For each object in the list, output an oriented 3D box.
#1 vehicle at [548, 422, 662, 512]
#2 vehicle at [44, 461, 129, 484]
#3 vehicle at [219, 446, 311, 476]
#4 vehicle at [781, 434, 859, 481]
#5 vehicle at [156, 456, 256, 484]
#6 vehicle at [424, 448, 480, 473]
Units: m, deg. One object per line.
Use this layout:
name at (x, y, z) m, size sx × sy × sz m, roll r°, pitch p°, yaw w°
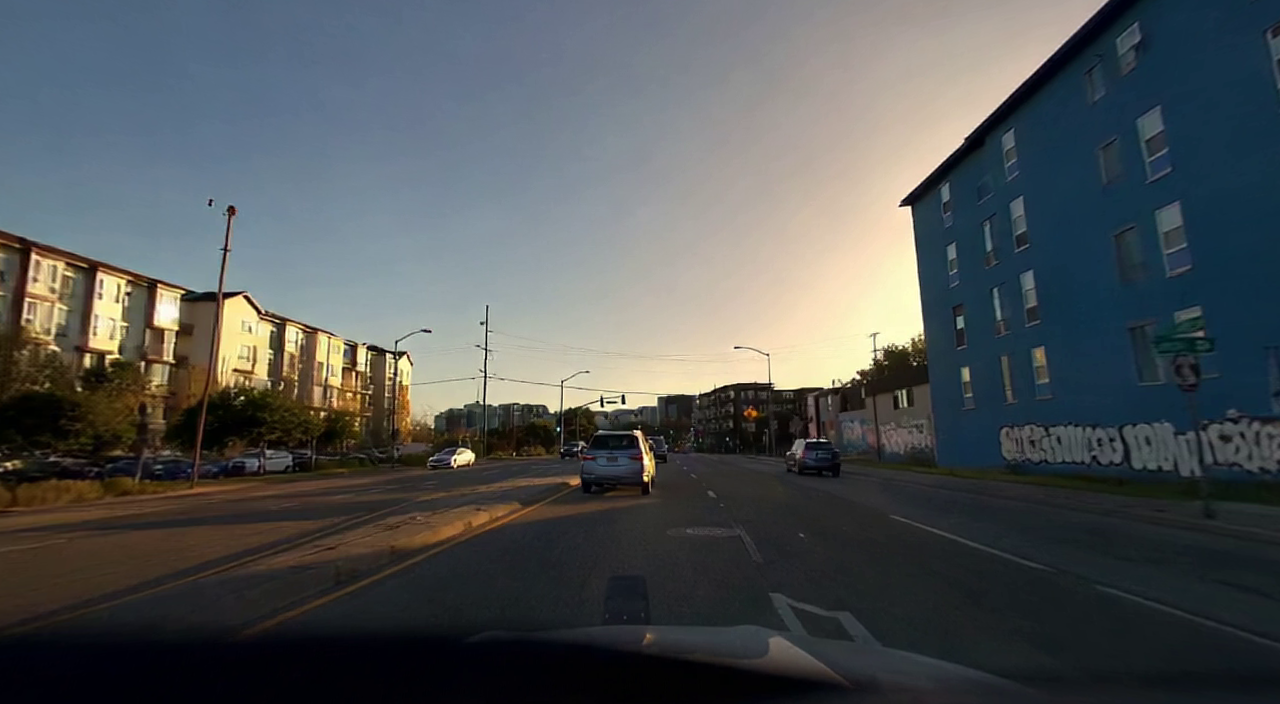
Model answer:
vehicle at (-0.638, 2.668, 15.159) m, size 2.160 × 1.786 × 4.702 m, roll -1°, pitch -8°, yaw 4°
vehicle at (-40.454, 8.774, 46.222) m, size 1.908 × 1.433 × 4.543 m, roll -2°, pitch -9°, yaw 4°
vehicle at (-25.774, 7.516, 43.527) m, size 4.916 × 1.826 × 2.242 m, roll -2°, pitch -10°, yaw -1°
vehicle at (7.293, 4.298, 25.968) m, size 1.952 × 1.749 × 4.311 m, roll 0°, pitch -8°, yaw 1°
vehicle at (-26.511, 7.176, 38.572) m, size 4.712 × 1.473 × 2.083 m, roll -3°, pitch -9°, yaw 5°
vehicle at (-12.052, 6.988, 40.739) m, size 1.842 × 1.482 × 4.386 m, roll -1°, pitch -8°, yaw 7°
